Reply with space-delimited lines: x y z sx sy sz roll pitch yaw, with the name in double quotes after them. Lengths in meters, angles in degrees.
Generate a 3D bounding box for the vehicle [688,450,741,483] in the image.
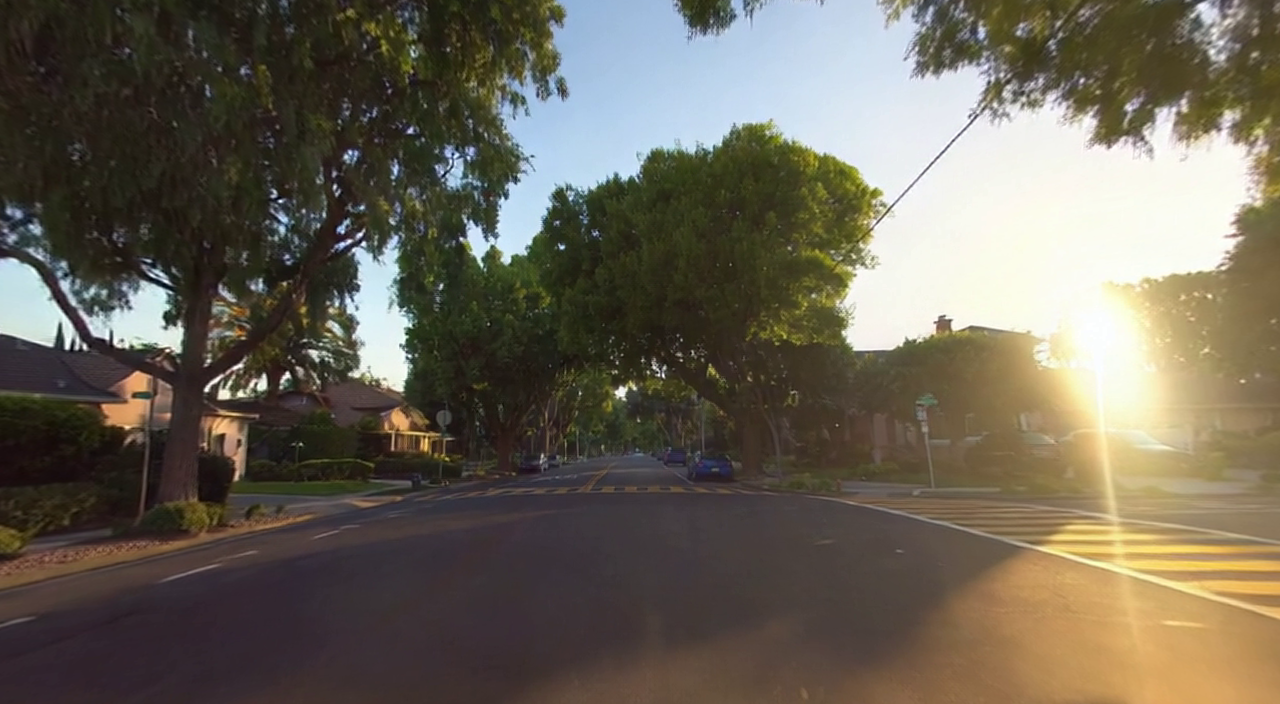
3.629 5.633 31.460 1.961 1.472 4.434 0 -9 -2 "vehicle"
